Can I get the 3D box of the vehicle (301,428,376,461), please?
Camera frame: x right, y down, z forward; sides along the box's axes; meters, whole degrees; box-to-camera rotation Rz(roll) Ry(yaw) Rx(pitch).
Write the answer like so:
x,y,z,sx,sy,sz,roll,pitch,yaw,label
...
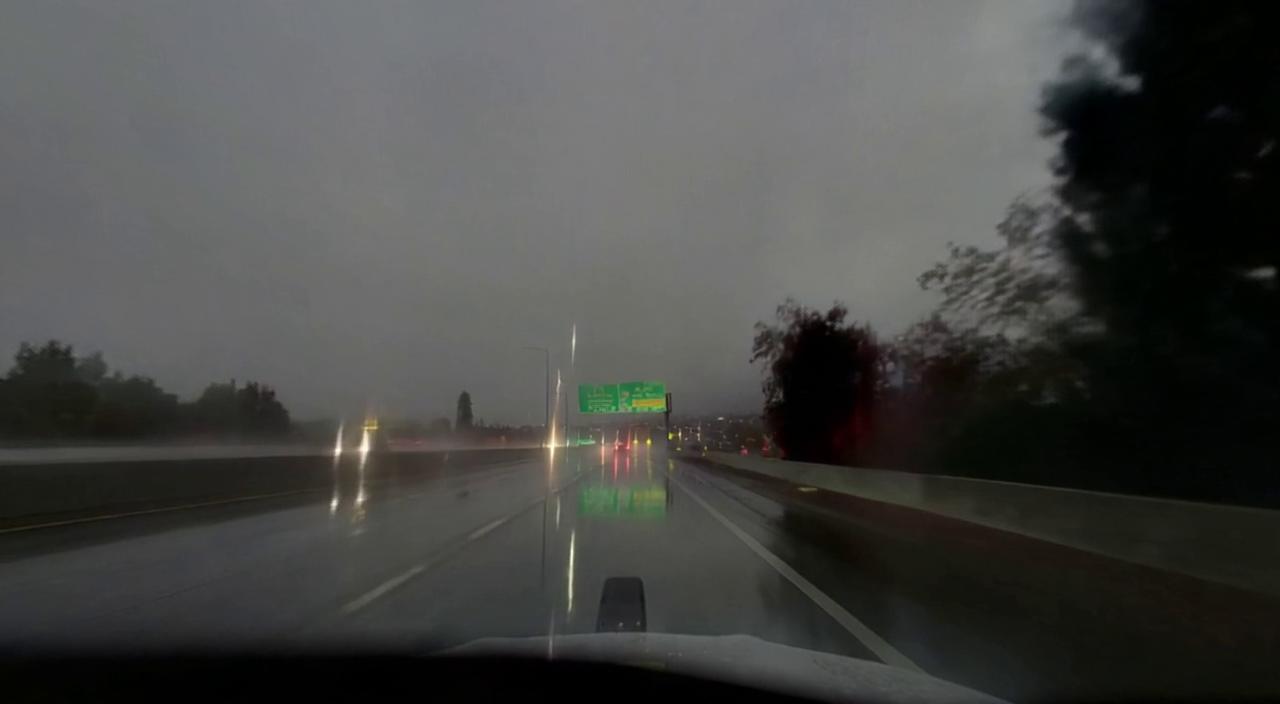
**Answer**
x,y,z,sx,sy,sz,roll,pitch,yaw,label
-22.052,6.829,46.530,2.297,2.239,6.653,0,-9,-1,vehicle
